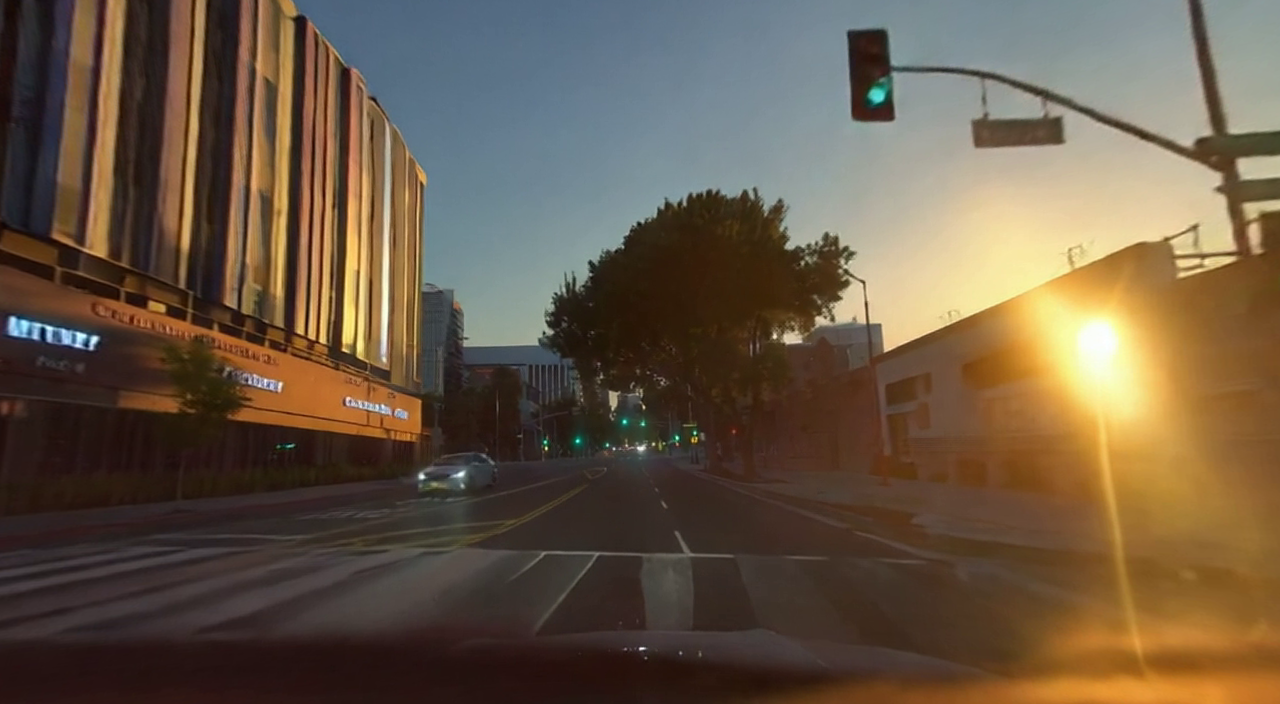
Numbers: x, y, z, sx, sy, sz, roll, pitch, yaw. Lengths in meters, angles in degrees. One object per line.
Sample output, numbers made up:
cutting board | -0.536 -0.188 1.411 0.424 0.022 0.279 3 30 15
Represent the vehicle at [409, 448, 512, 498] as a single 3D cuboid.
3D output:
vehicle | -6.250 4.255 22.666 2.037 1.563 4.754 -1 -8 4
